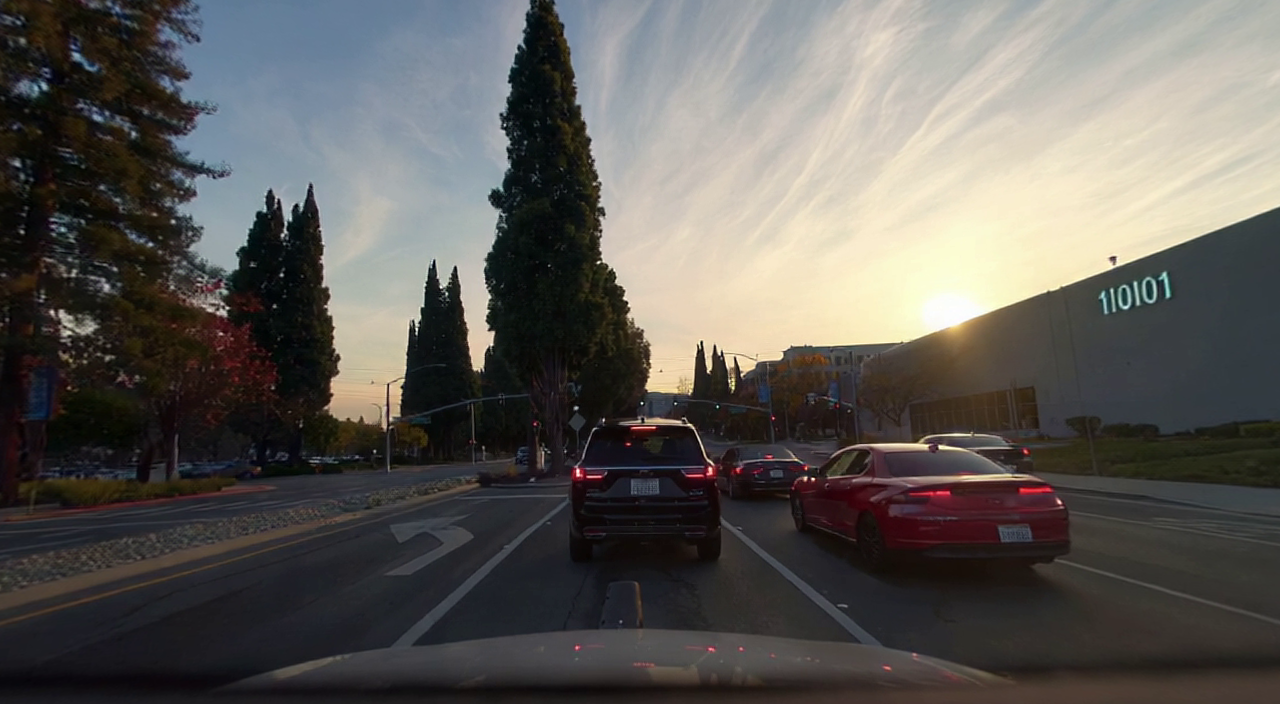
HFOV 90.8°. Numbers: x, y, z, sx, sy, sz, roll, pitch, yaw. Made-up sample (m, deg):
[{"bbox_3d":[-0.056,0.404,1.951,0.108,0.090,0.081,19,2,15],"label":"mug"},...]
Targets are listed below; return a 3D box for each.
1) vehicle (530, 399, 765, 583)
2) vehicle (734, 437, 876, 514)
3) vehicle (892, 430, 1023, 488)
[{"bbox_3d":[0.068,1.659,8.265,2.266,1.762,4.131,0,-9,0],"label":"vehicle"},{"bbox_3d":[3.508,2.719,14.401,1.997,1.471,4.321,0,-9,-1],"label":"vehicle"},{"bbox_3d":[10.879,3.697,22.120,2.123,1.812,4.553,0,-9,-1],"label":"vehicle"}]
